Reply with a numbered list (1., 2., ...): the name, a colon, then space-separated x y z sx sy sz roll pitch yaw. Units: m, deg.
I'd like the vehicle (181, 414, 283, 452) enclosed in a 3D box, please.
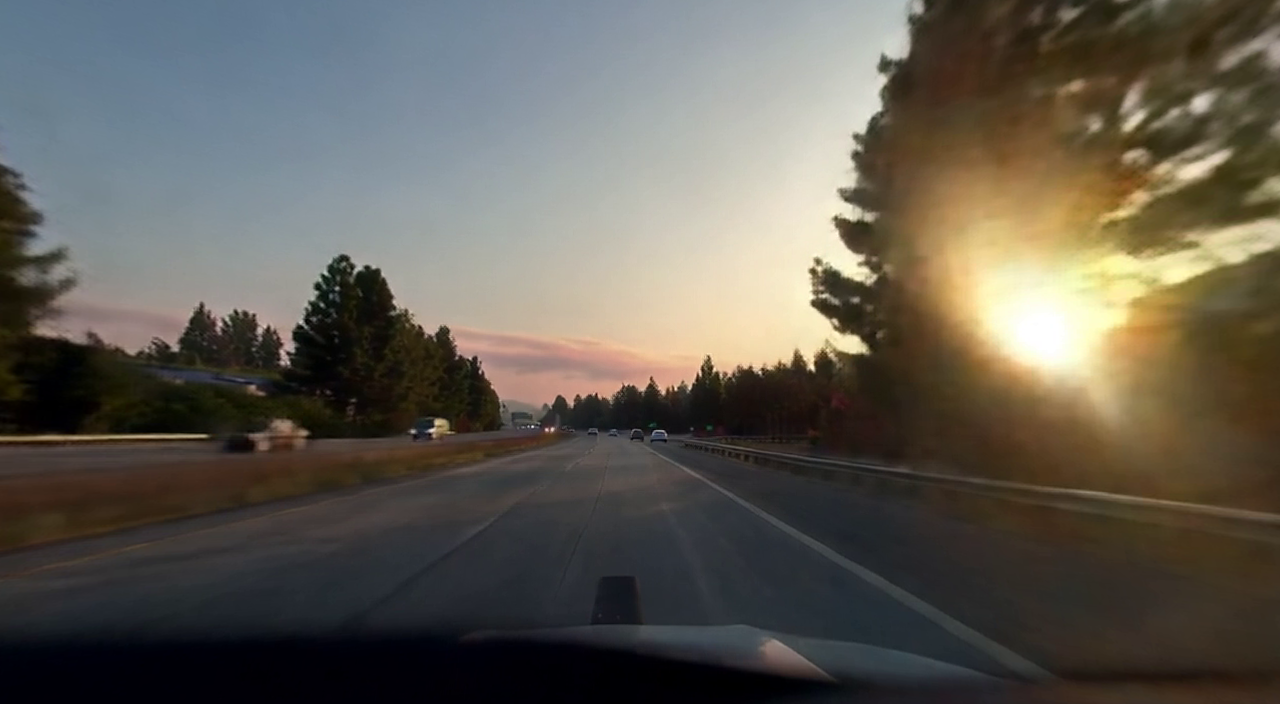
1. vehicle: -16.808 3.367 26.204 1.730 1.441 3.830 0 -8 -2
